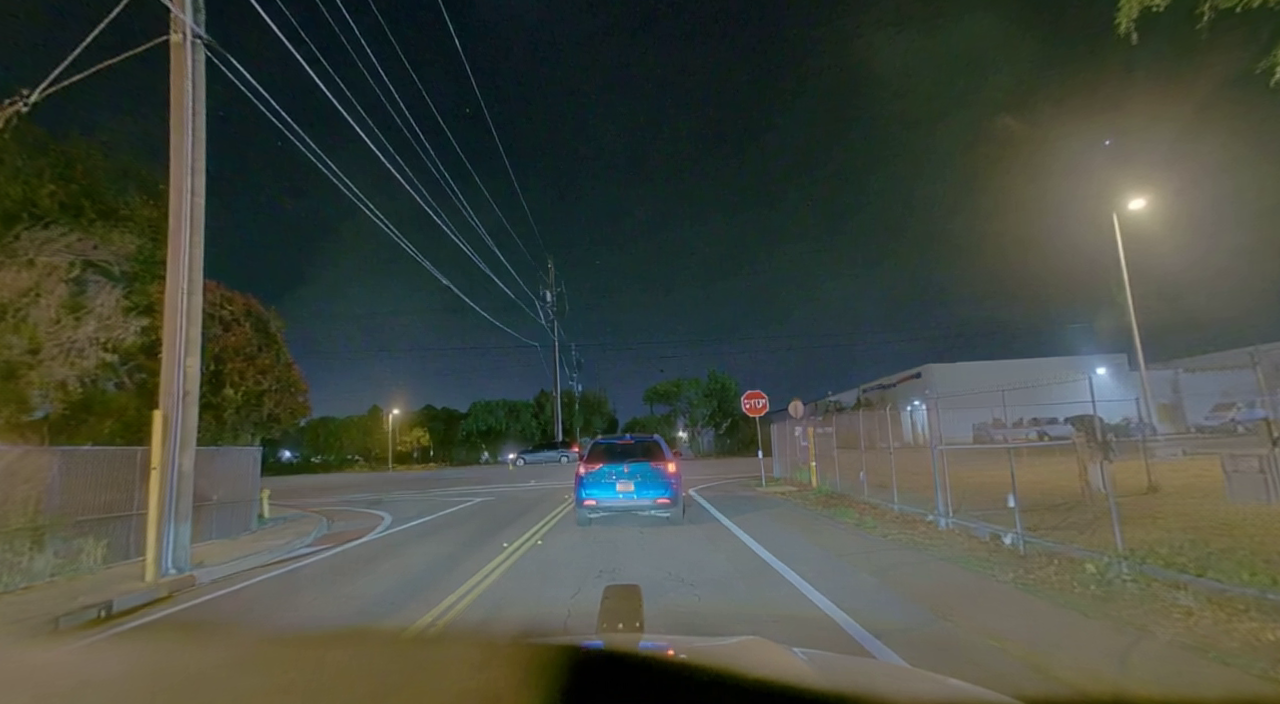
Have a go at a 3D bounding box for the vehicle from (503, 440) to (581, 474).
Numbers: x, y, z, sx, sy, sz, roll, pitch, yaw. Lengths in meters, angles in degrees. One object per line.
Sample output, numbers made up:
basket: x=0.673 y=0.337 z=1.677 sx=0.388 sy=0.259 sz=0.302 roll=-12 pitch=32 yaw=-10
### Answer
vehicle: x=-5.531 y=5.825 z=35.261 sx=4.415 sy=1.753 sz=2.029 roll=-8 pitch=-12 yaw=44

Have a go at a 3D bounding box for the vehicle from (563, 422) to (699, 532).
vehicle: x=-0.184 y=2.277 z=12.088 sx=2.137 sy=1.698 sz=4.166 roll=0 pitch=-8 yaw=-1
